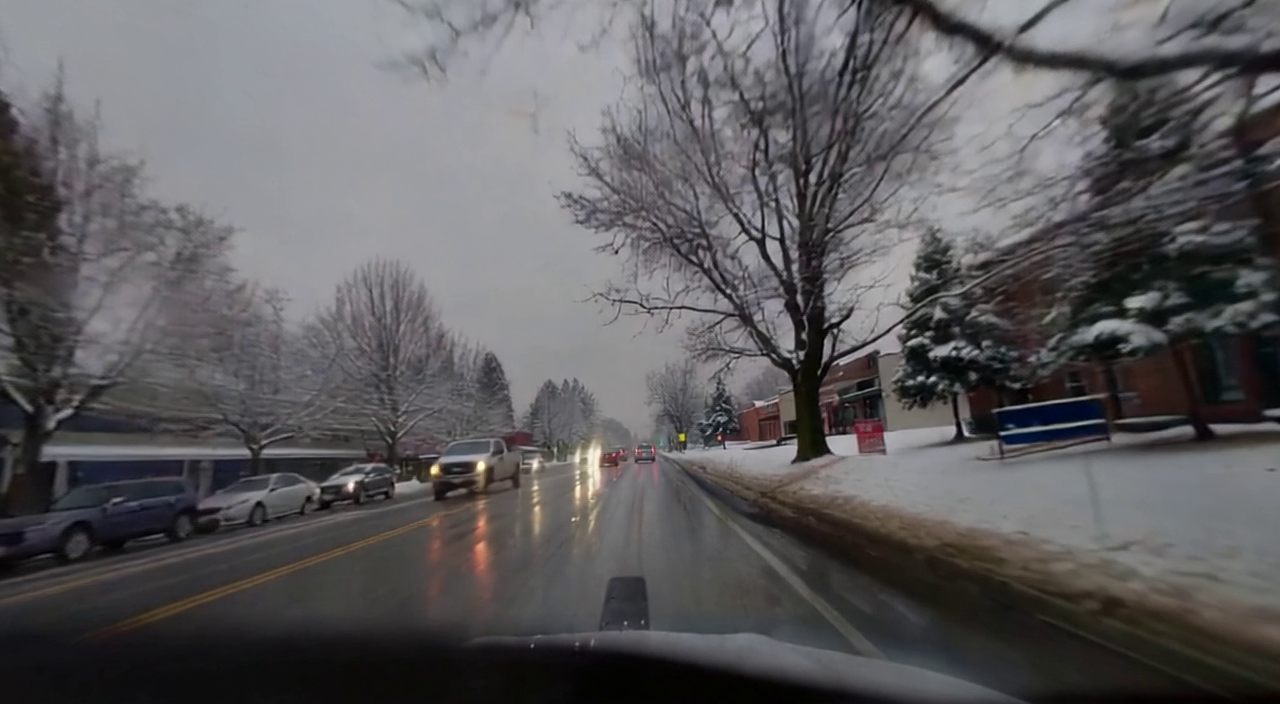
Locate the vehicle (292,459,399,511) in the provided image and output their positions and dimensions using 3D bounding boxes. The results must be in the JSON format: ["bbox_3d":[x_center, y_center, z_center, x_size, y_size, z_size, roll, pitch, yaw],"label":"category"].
[{"bbox_3d":[-11.248,5.067,24.473,1.925,1.709,4.426,0,-8,1],"label":"vehicle"}]

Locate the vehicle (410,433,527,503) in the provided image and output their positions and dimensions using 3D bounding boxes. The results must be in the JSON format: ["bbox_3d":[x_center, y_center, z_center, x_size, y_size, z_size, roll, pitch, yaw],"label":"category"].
[{"bbox_3d":[-6.008,4.150,23.115,2.644,2.161,5.825,-1,-8,1],"label":"vehicle"}]

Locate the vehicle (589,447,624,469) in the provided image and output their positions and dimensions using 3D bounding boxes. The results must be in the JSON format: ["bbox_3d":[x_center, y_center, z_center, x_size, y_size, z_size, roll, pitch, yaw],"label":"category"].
[{"bbox_3d":[-2.220,7.147,42.774,2.099,1.424,4.609,0,-8,1],"label":"vehicle"}]

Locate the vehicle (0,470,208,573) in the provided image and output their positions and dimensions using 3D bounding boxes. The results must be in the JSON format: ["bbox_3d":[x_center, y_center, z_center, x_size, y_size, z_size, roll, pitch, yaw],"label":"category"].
[{"bbox_3d":[-11.269,3.332,12.966,1.946,1.526,3.954,-2,-7,0],"label":"vehicle"}]

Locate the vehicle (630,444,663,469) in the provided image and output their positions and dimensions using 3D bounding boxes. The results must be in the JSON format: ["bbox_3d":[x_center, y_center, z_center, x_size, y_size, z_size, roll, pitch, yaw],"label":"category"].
[{"bbox_3d":[0.421,6.748,40.883,2.020,1.478,3.922,0,-8,1],"label":"vehicle"}]

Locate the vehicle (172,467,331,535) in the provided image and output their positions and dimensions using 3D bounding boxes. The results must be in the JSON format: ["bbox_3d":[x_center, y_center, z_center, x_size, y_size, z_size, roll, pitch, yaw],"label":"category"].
[{"bbox_3d":[-11.322,4.316,18.841,1.858,1.469,4.665,-4,-9,0],"label":"vehicle"}]
